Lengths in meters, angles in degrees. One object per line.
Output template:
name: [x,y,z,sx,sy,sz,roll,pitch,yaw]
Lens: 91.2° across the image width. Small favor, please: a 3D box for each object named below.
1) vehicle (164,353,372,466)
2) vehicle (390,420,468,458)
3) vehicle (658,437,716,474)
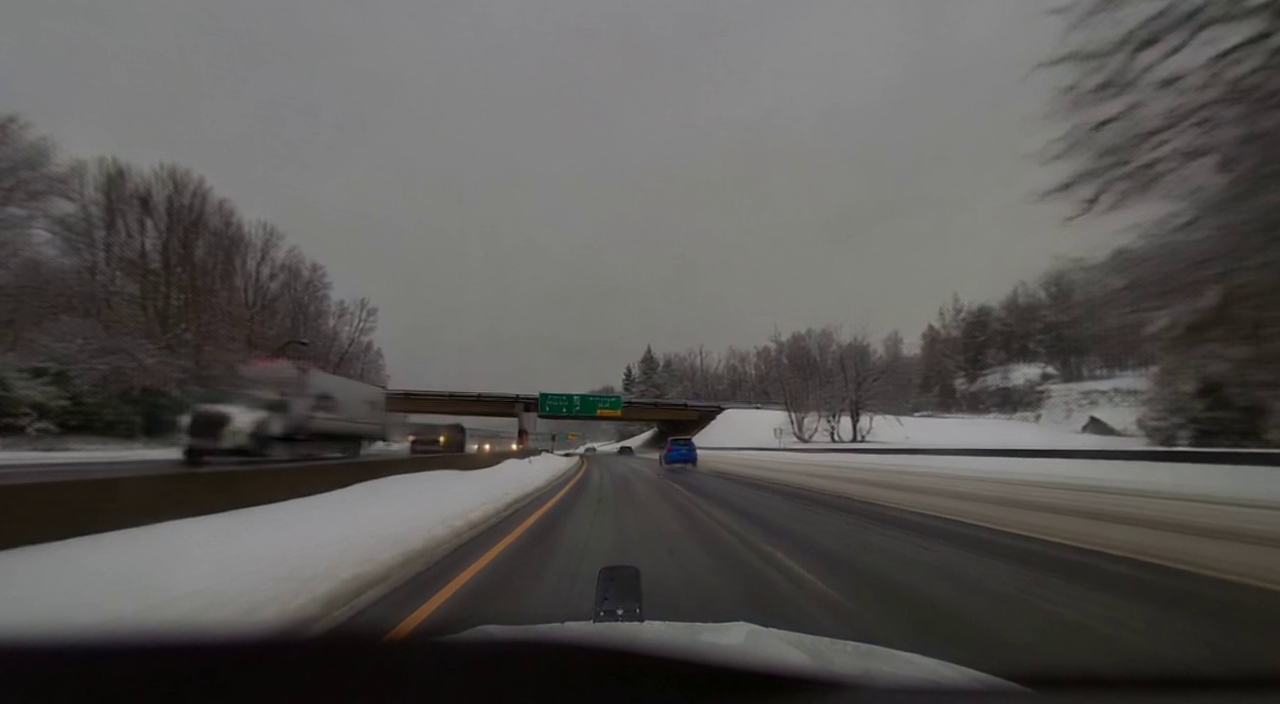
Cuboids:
vehicle: [-13.878,2.524,24.664,2.932,3.621,8.904,0,-9,-2]
vehicle: [-9.880,4.173,29.842,2.221,1.667,4.696,0,-9,-2]
vehicle: [2.189,5.025,30.461,2.337,1.633,4.222,0,-9,-2]
